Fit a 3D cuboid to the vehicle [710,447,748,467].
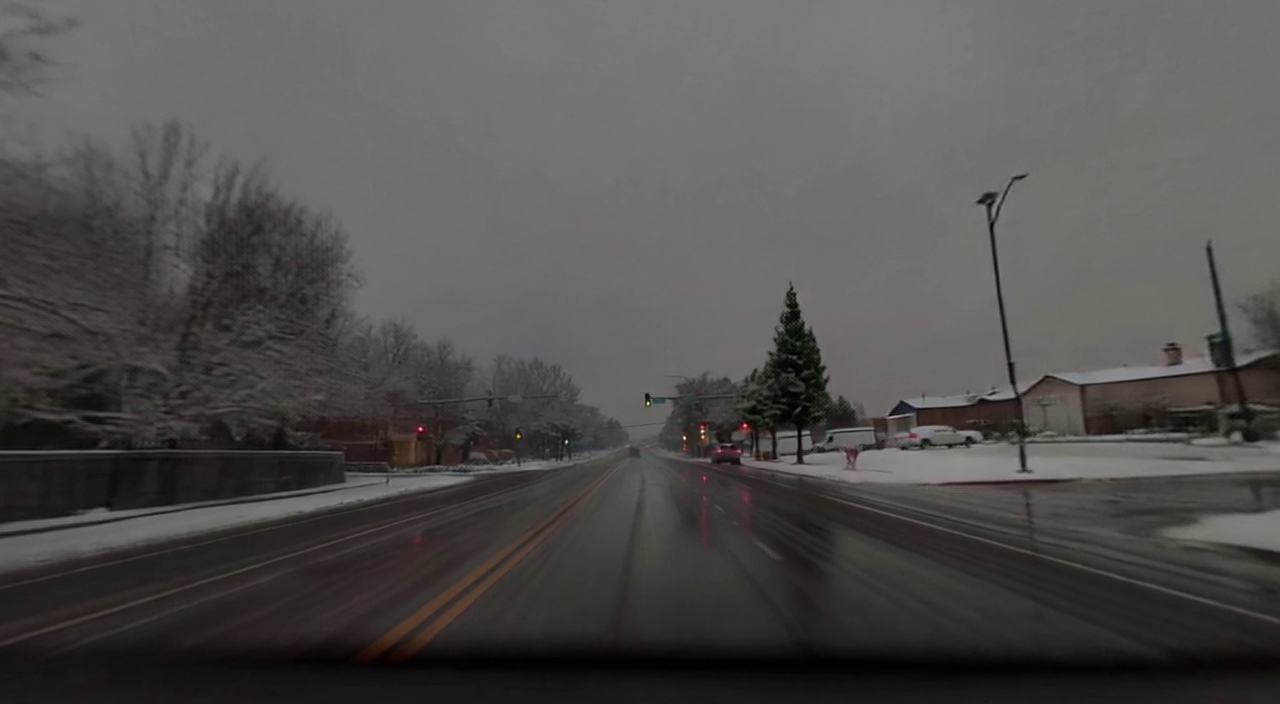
[{"bbox_3d":[6.614,7.847,47.459,1.993,1.461,4.269,1,-8,-3],"label":"vehicle"}]
